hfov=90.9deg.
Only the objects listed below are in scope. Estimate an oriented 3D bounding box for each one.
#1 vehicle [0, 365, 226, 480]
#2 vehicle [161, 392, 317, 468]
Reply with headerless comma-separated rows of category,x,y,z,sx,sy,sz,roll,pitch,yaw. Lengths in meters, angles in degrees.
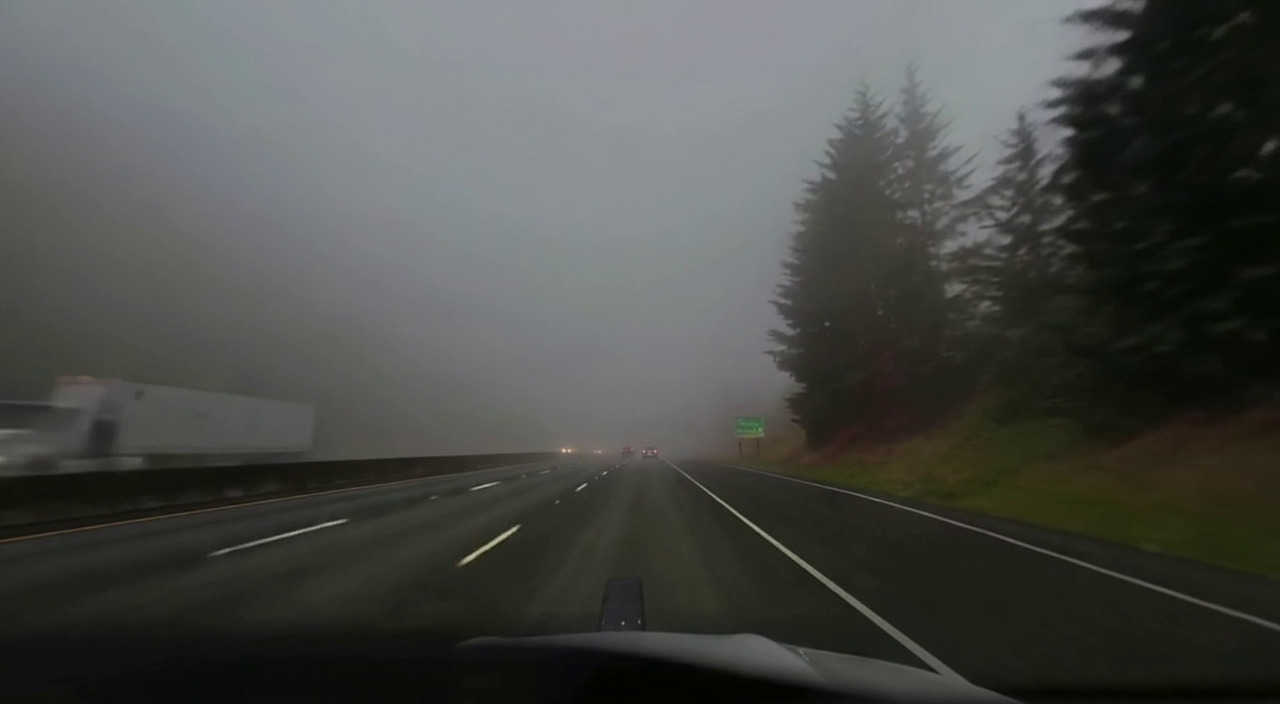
vehicle,-21.782,3.048,25.498,2.968,3.719,10.272,0,-9,0
vehicle,-21.772,4.439,35.027,3.124,3.673,8.223,0,-9,0
